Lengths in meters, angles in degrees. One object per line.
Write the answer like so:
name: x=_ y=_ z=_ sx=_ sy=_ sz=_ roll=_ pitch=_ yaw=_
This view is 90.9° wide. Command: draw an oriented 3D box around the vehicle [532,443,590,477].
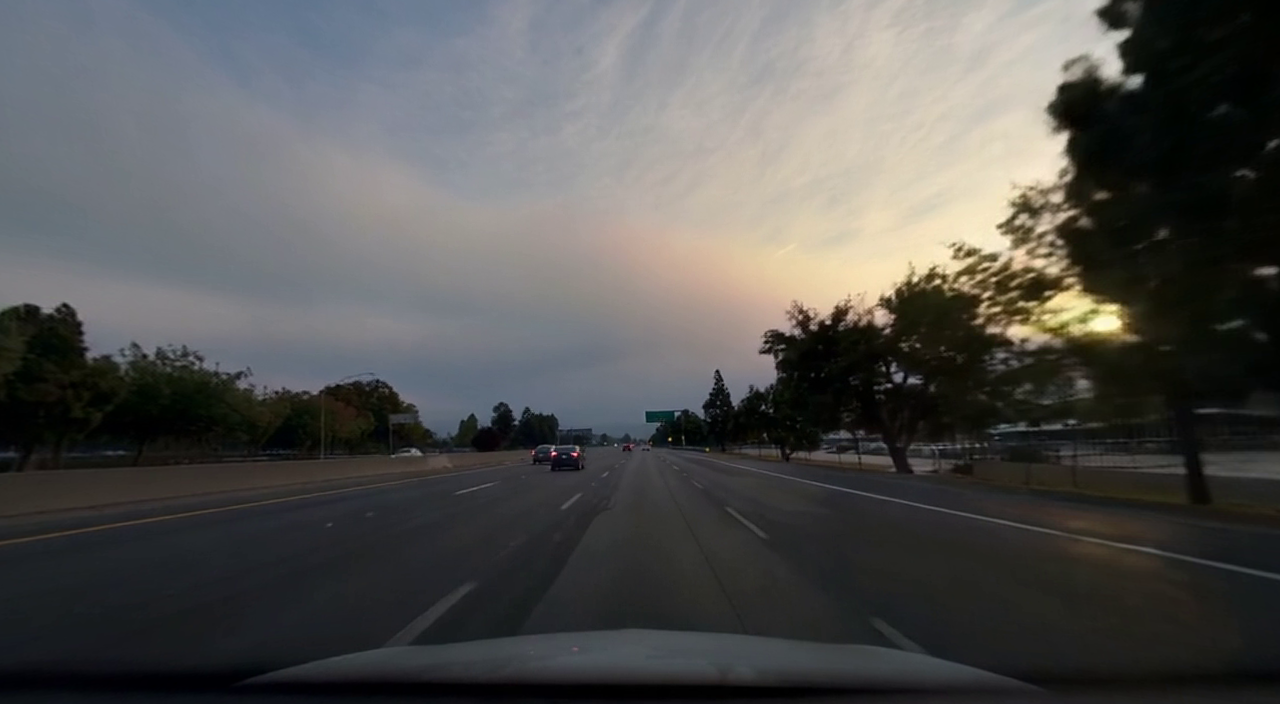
vehicle: x=-3.620 y=5.037 z=29.550 sx=2.128 sy=1.450 sz=4.078 roll=-1 pitch=-9 yaw=1
